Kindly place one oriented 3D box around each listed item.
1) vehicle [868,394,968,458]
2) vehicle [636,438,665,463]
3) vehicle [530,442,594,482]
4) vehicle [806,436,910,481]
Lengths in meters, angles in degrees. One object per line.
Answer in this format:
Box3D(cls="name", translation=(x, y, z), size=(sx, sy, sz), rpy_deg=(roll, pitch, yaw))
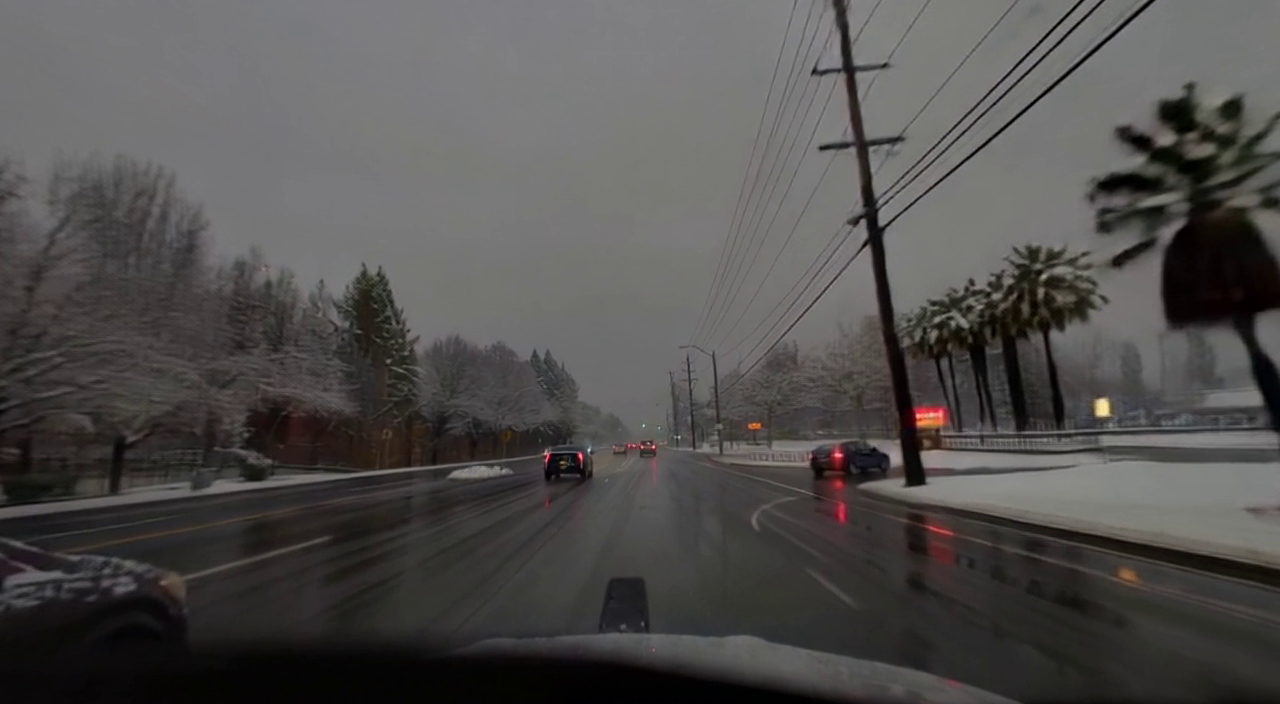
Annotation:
Box3D(cls="vehicle", translation=(20.055, 5.302, 46.234), size=(2.923, 4.081, 8.860), rpy_deg=(-3, -5, -2))
Box3D(cls="vehicle", translation=(0.782, 7.489, 47.865), size=(2.155, 1.781, 3.977), rpy_deg=(0, -9, 1))
Box3D(cls="vehicle", translation=(-3.024, 4.381, 25.404), size=(1.982, 1.451, 4.152), rpy_deg=(0, -9, 1))
Box3D(cls="vehicle", translation=(8.394, 4.029, 24.055), size=(2.062, 1.541, 4.420), rpy_deg=(-8, -12, 43))
